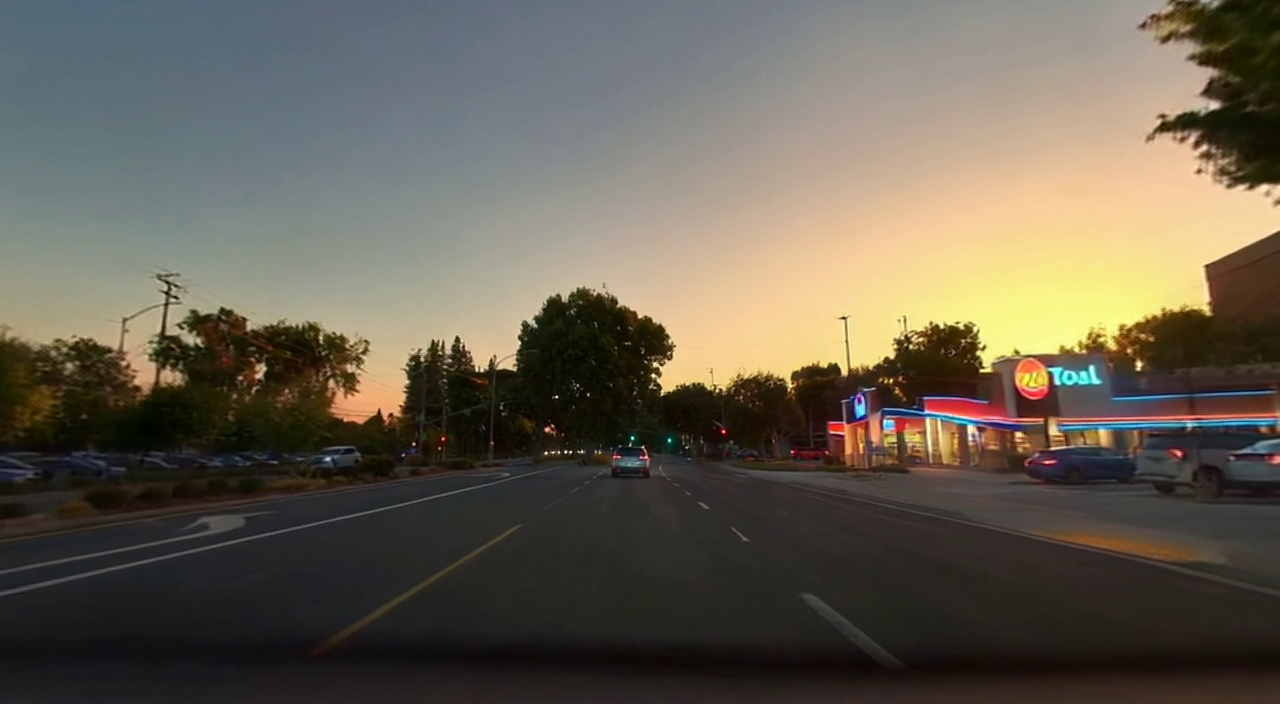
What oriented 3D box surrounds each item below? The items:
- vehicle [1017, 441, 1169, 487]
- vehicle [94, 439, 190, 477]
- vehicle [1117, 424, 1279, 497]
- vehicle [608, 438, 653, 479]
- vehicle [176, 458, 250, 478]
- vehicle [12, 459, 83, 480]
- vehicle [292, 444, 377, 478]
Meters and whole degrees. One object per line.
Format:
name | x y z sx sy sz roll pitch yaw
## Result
vehicle | 16.250 4.039 22.812 4.026 1.463 1.826 -1 -10 -2
vehicle | -32.882 7.022 42.020 2.818 2.313 5.508 3 -9 -14
vehicle | 16.377 2.965 17.440 4.629 1.829 2.025 -1 -10 1
vehicle | -0.455 5.377 32.147 2.096 1.961 4.259 0 -9 0
vehicle | -32.206 8.739 47.720 4.063 1.479 1.939 0 -9 -2
vehicle | -45.555 9.011 48.663 1.750 1.432 3.827 0 -9 0
vehicle | -20.168 7.204 42.122 2.492 2.083 6.312 0 -9 1
